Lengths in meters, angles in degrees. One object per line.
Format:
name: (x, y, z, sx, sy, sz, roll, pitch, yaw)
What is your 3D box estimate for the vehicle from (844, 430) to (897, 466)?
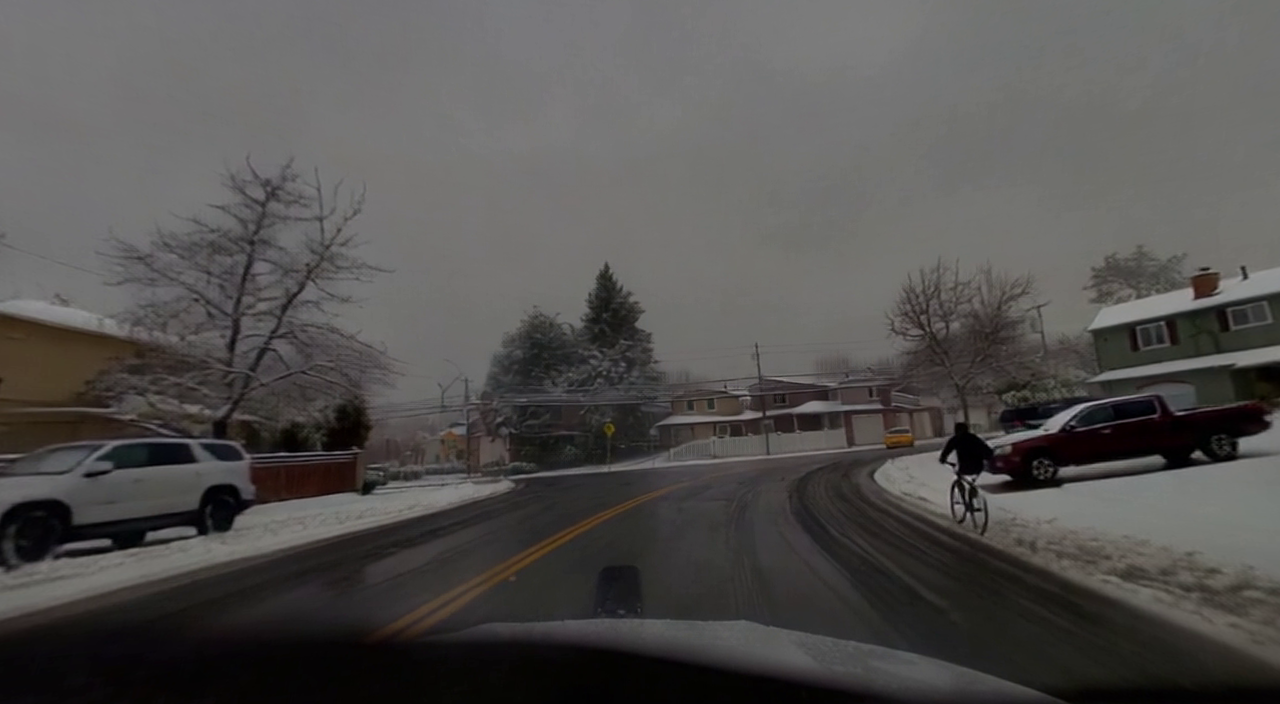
vehicle: (11.951, 4.965, 32.615, 2.105, 1.705, 4.392, -4, -9, 25)

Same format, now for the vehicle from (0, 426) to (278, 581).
vehicle: (-7.630, 1.962, 8.960, 1.937, 1.670, 4.391, -1, -9, 8)

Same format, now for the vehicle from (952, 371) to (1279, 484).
vehicle: (11.372, 1.890, 15.397, 6.099, 1.973, 2.450, -7, -9, 9)
